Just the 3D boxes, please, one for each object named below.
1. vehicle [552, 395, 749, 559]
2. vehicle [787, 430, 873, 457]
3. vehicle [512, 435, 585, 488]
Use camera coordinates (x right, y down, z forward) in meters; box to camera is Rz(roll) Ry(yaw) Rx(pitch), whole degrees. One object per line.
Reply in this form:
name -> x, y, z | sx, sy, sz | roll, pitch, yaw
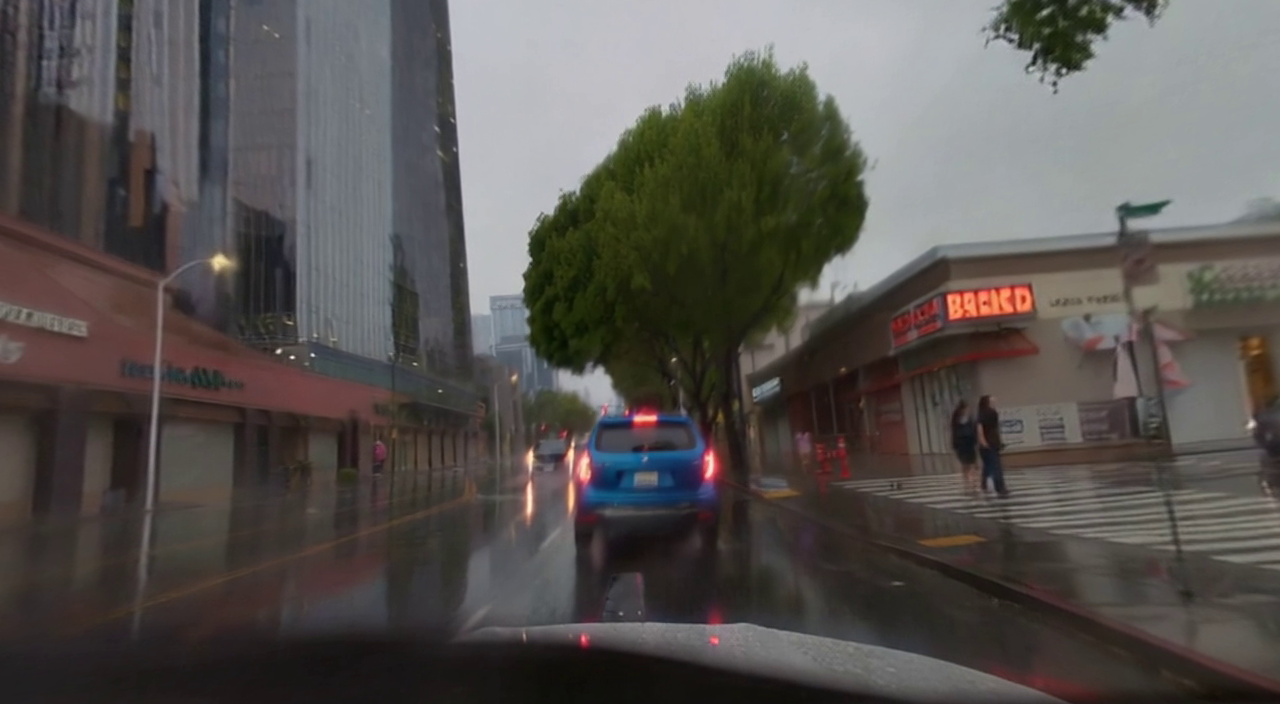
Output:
vehicle -> 0.066, 1.849, 10.077 | 2.352, 1.953, 4.796 | 0, -8, -1
vehicle -> 10.932, 5.287, 36.600 | 4.426, 1.490, 1.862 | -1, -8, 3
vehicle -> -3.193, 3.902, 22.847 | 2.023, 1.702, 4.152 | 0, -8, 0
